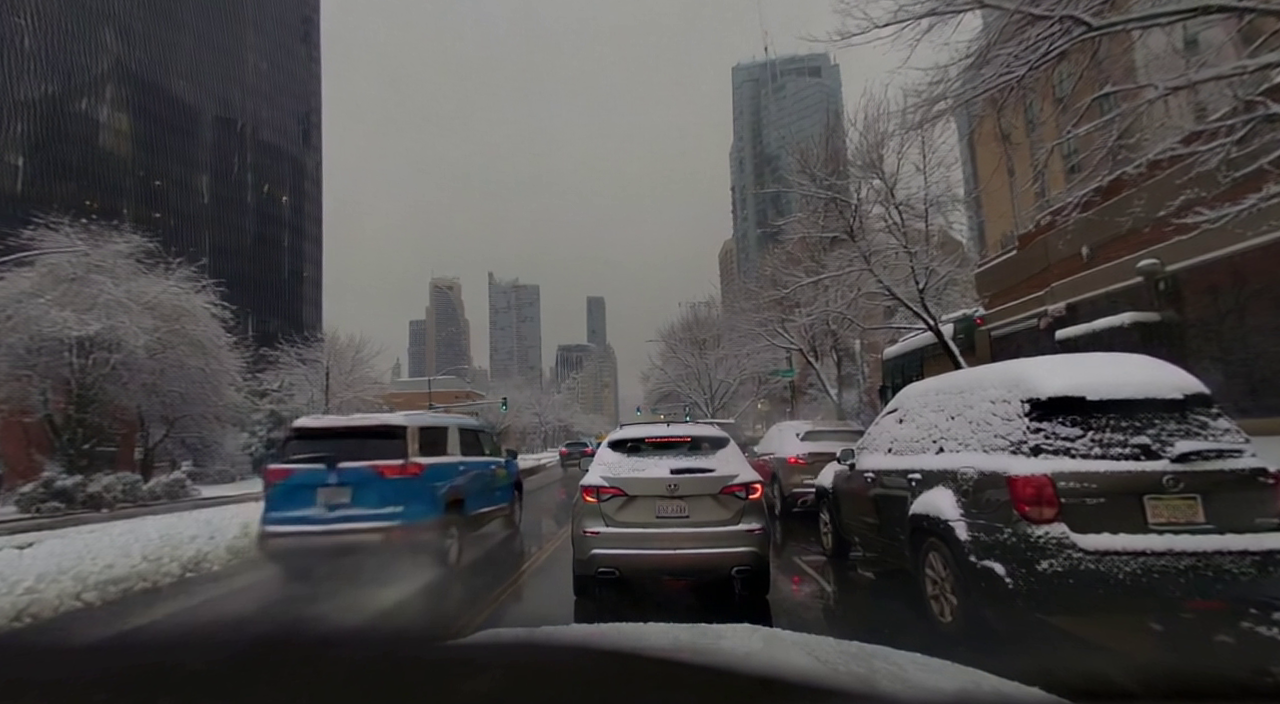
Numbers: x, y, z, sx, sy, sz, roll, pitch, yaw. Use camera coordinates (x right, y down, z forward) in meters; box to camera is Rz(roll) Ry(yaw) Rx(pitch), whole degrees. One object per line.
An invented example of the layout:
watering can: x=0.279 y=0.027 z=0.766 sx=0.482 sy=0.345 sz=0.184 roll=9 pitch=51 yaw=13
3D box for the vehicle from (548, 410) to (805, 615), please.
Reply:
vehicle: x=0.232 y=1.550 z=6.876 sx=2.045 sy=1.608 sz=3.573 roll=0 pitch=-9 yaw=-2

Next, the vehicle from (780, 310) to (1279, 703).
vehicle: x=2.745 y=1.102 z=4.906 sx=2.117 sy=1.855 sz=4.794 roll=0 pitch=-9 yaw=-1

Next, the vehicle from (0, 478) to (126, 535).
vehicle: x=-22.642 y=5.767 z=24.036 sx=1.975 sy=1.698 sz=4.715 roll=0 pitch=-9 yaw=2

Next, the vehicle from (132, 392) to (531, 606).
vehicle: x=-3.179 y=1.693 z=8.361 sx=2.375 sy=1.847 sz=5.606 roll=0 pitch=-9 yaw=1
